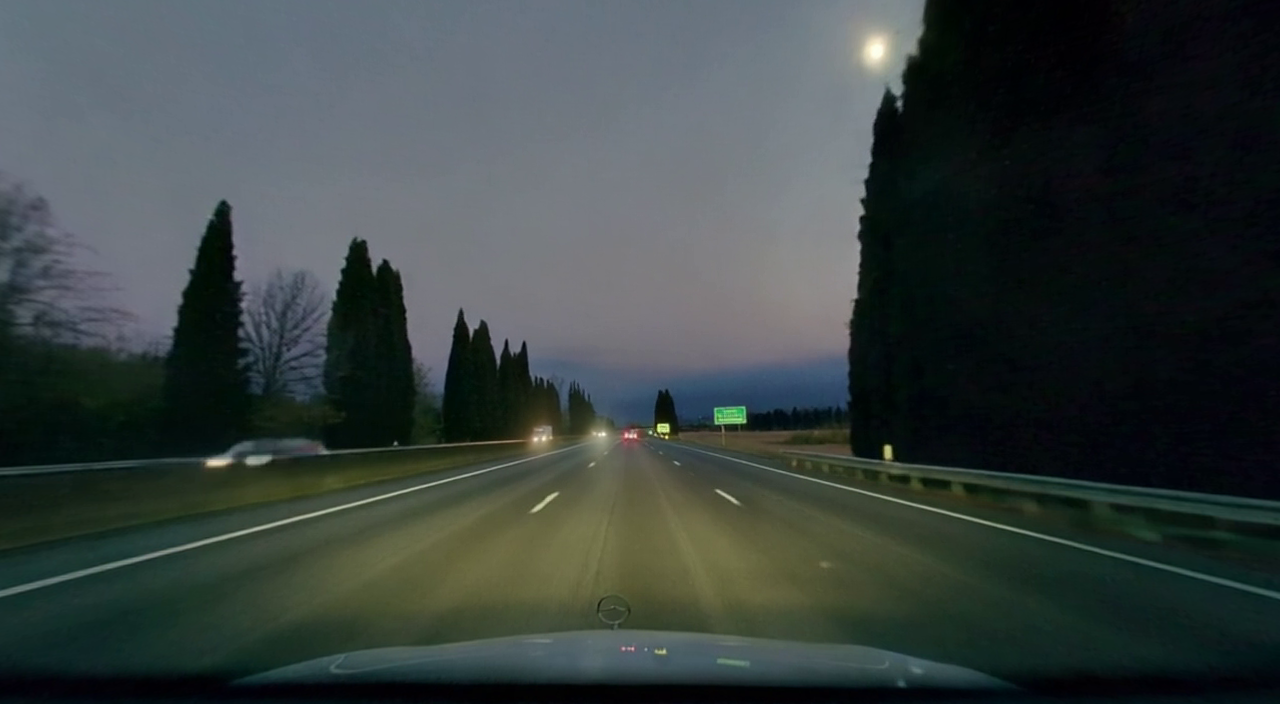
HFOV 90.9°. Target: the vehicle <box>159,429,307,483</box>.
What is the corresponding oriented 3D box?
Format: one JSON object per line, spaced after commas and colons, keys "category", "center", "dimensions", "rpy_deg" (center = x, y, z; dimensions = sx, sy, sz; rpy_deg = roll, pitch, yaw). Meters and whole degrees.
{"category": "vehicle", "center": [-12.866, 3.277, 20.320], "dimensions": [1.875, 1.534, 4.410], "rpy_deg": [0, -8, -1]}
